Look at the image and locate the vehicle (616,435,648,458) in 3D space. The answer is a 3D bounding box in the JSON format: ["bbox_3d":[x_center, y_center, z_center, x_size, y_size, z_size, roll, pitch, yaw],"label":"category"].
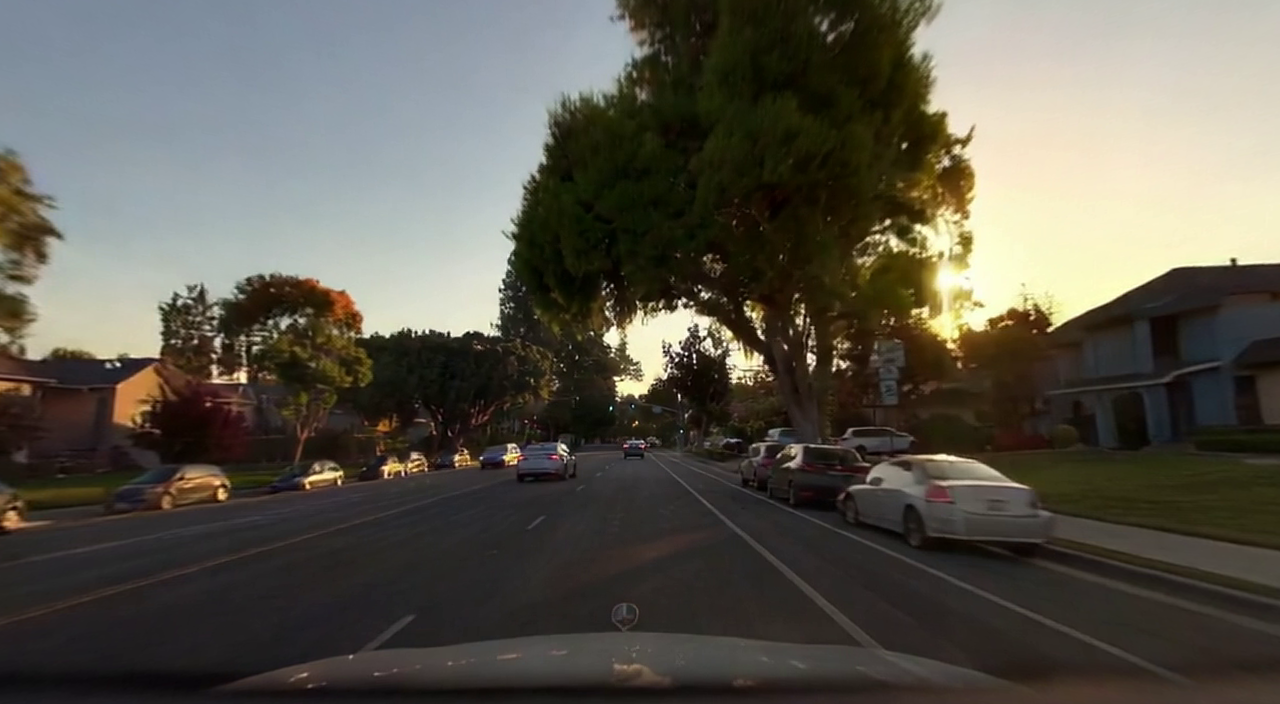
[{"bbox_3d":[-0.516,6.521,43.478,2.088,1.495,4.048,0,-8,0],"label":"vehicle"}]

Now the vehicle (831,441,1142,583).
[{"bbox_3d":[4.280,1.995,8.825,1.890,1.459,4.371,0,-8,1],"label":"vehicle"}]

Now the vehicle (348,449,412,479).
[{"bbox_3d":[-14.673,6.316,35.955,1.830,1.511,4.734,0,-8,-2],"label":"vehicle"}]

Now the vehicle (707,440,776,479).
[{"bbox_3d":[4.175,4.522,26.854,1.928,1.479,5.069,0,-8,-2],"label":"vehicle"}]

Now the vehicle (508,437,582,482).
[{"bbox_3d":[-3.387,3.943,23.429,2.027,1.477,4.413,0,-8,1],"label":"vehicle"}]

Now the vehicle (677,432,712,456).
[{"bbox_3d":[4.165,7.103,48.719,2.139,1.794,4.743,0,-8,-2],"label":"vehicle"}]

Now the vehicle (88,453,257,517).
[{"bbox_3d":[-14.700,4.156,20.292,1.914,1.747,4.550,0,-8,0],"label":"vehicle"}]

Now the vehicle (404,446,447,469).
[{"bbox_3d":[-14.822,7.309,43.815,1.703,1.486,3.862,0,-8,-1],"label":"vehicle"}]

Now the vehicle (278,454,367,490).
[{"bbox_3d":[-14.699,5.544,29.581,1.827,1.480,4.738,0,-8,-1],"label":"vehicle"}]
